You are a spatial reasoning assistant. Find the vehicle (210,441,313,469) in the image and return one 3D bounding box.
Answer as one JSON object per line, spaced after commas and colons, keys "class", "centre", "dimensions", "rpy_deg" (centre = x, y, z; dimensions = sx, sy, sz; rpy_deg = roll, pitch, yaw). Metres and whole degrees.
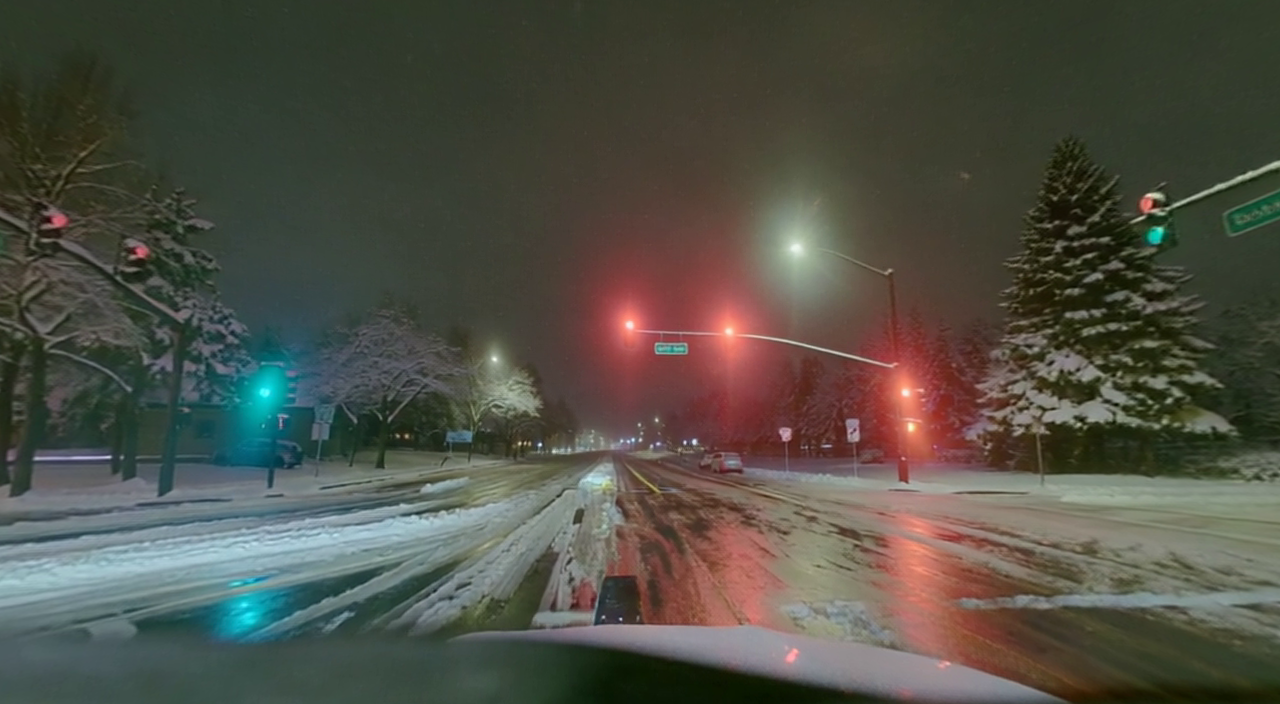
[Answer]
{"class": "vehicle", "centre": [-22.227, 6.049, 37.277], "dimensions": [4.765, 1.593, 1.891], "rpy_deg": [1, -9, -7]}
